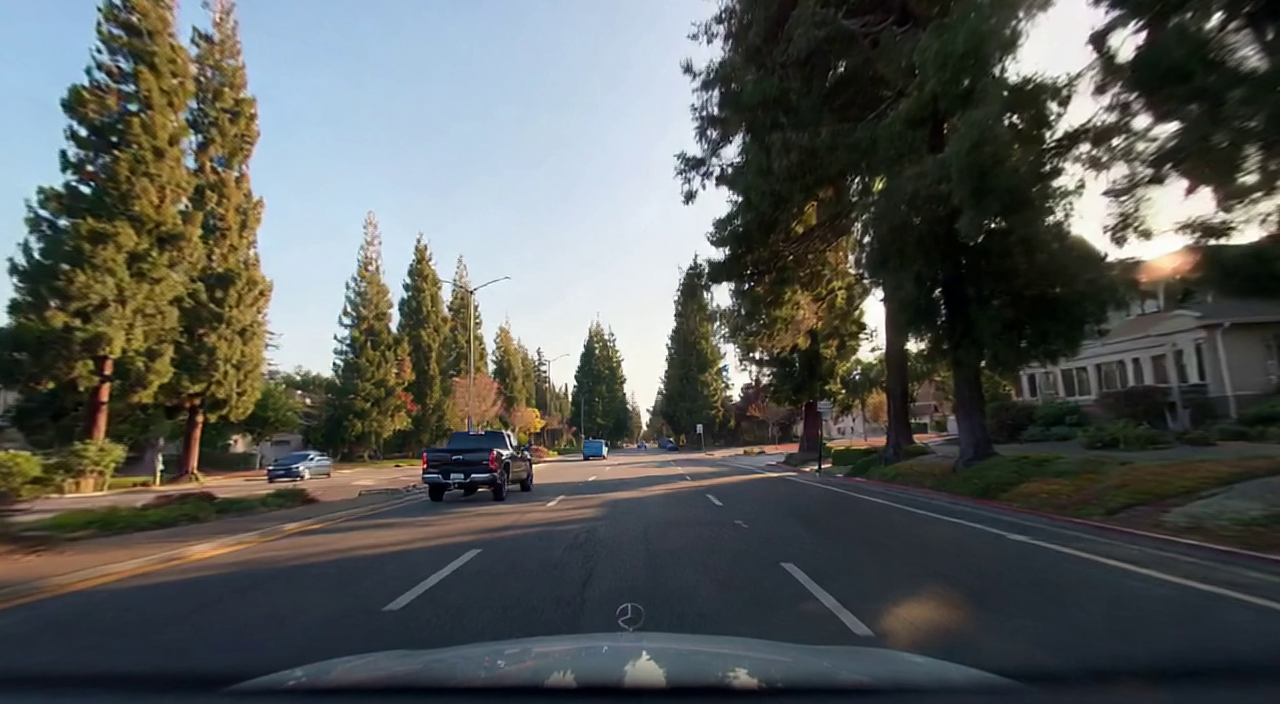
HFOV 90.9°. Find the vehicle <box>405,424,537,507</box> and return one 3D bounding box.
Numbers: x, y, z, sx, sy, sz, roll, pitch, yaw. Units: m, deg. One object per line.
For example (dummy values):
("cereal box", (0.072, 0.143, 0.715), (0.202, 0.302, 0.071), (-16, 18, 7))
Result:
("vehicle", (-3.991, 2.778, 15.866), (2.002, 1.747, 4.728), (0, -8, 0))

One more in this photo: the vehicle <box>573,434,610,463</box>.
("vehicle", (-3.458, 6.978, 45.583), (2.230, 1.987, 4.385), (0, -8, 1))

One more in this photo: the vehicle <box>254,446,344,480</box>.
("vehicle", (-20.780, 6.748, 38.770), (2.222, 1.888, 5.772), (0, -8, 1))
